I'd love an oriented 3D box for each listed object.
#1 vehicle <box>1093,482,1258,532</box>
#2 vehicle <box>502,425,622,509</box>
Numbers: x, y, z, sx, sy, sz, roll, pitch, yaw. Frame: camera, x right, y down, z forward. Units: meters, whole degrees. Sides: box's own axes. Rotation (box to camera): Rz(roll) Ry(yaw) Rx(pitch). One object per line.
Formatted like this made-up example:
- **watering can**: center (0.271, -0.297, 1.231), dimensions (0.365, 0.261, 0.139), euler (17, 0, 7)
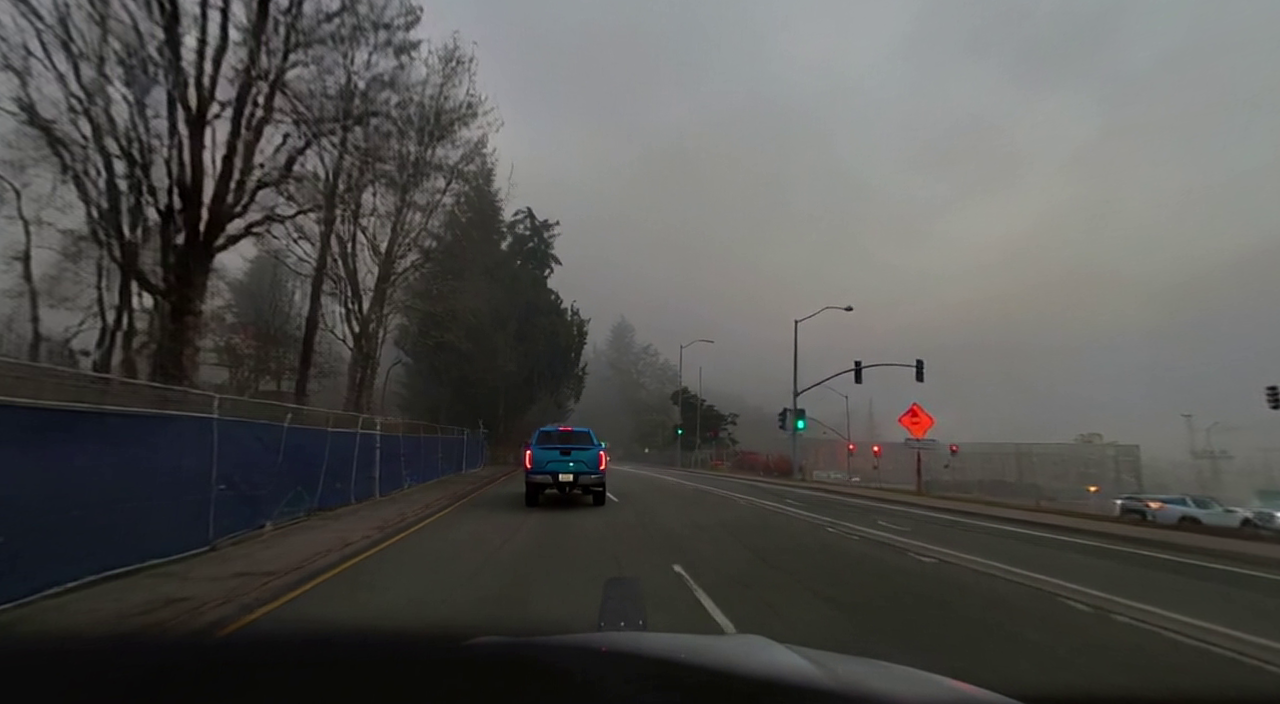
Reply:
- **vehicle**: center (19.286, 5.558, 23.026), dimensions (1.808, 1.467, 4.360), euler (2, -10, -8)
- **vehicle**: center (-1.776, 2.749, 15.650), dimensions (2.436, 1.698, 5.322), euler (0, -8, -4)
